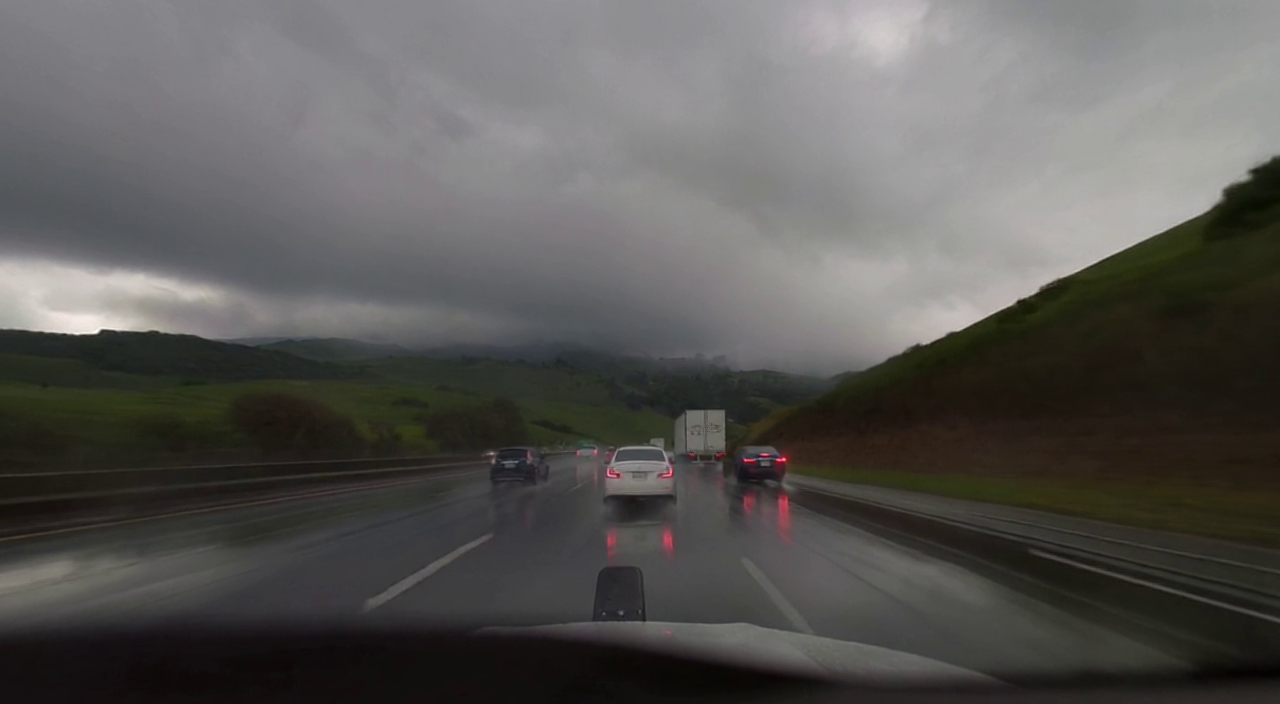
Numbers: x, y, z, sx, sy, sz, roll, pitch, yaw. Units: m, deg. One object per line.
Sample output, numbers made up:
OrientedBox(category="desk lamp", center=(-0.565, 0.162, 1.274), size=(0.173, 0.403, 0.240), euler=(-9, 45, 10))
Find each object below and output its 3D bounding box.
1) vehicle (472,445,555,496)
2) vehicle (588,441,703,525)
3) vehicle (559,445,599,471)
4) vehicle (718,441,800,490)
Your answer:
OrientedBox(category="vehicle", center=(-4.033, 3.856, 20.821), size=(1.848, 1.486, 3.832), euler=(0, -9, 1))
OrientedBox(category="vehicle", center=(0.103, 2.623, 13.088), size=(2.041, 1.484, 3.535), euler=(0, -9, 0))
OrientedBox(category="vehicle", center=(-4.069, 7.213, 42.979), size=(2.211, 1.669, 4.224), euler=(0, -9, 1))
OrientedBox(category="vehicle", center=(4.129, 4.037, 22.751), size=(2.029, 1.579, 4.484), euler=(0, -9, -1))
